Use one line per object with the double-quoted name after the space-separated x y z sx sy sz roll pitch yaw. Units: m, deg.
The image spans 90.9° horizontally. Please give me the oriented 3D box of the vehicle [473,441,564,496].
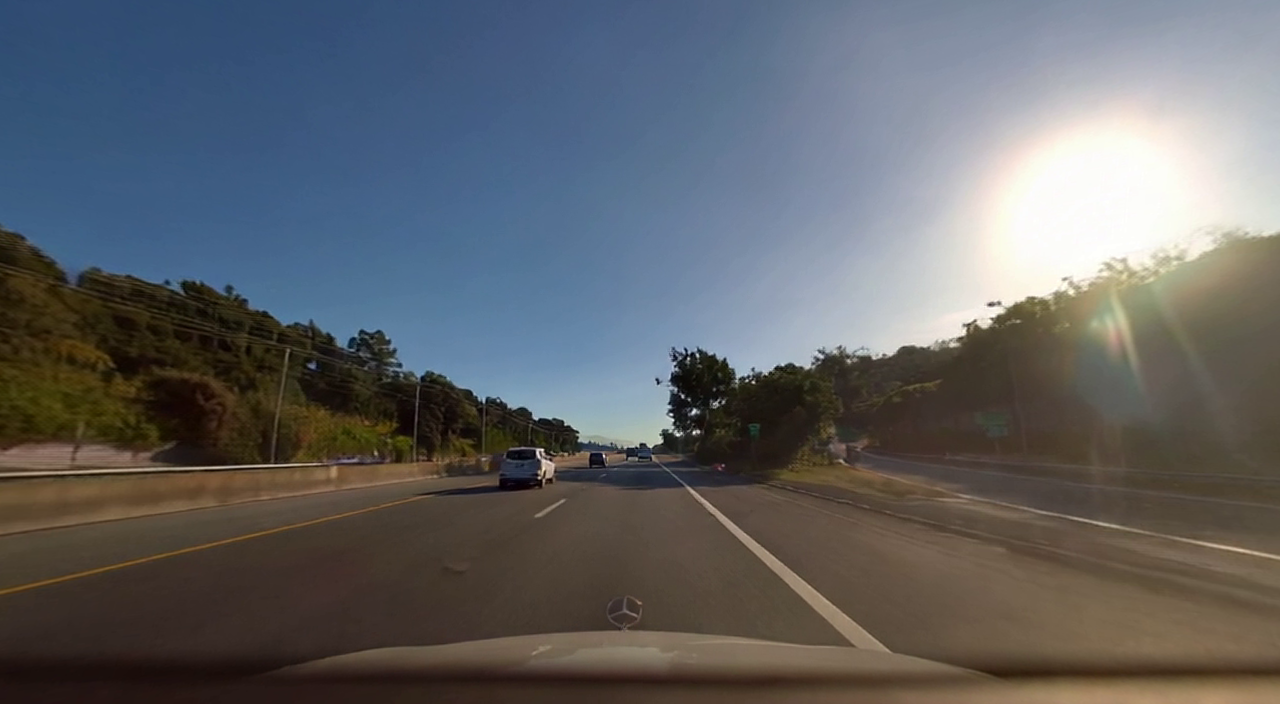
-4.050 3.971 21.866 2.263 1.696 4.321 0 -9 1 "vehicle"
